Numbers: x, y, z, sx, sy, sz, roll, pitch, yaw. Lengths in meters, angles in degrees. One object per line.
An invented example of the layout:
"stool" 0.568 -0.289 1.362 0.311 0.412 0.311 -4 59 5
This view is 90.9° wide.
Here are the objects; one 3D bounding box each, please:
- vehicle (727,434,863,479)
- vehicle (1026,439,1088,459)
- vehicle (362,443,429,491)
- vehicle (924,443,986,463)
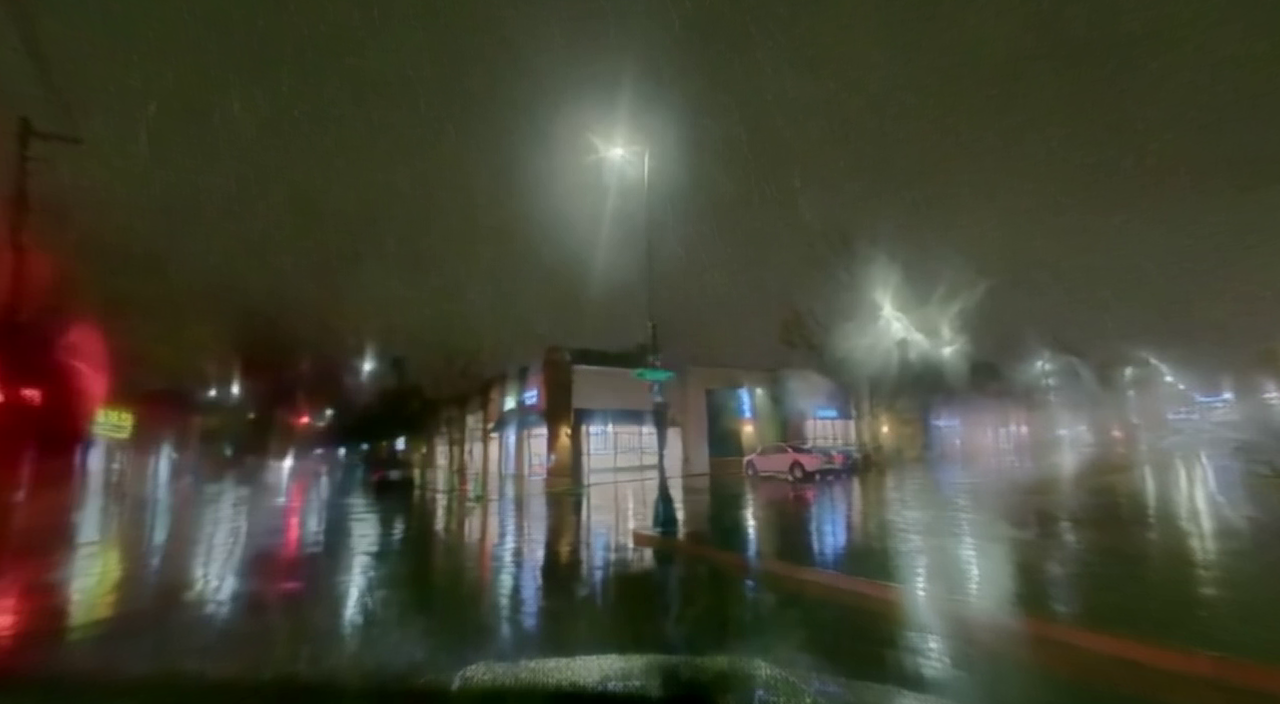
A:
"vehicle" 6.017 4.069 24.827 4.814 1.618 1.869 -6 -10 36
"vehicle" 32.501 7.586 49.256 1.866 1.486 4.145 0 -8 -4
"vehicle" -11.491 5.257 29.425 2.150 2.013 4.748 5 -10 -29
"vehicle" 22.590 7.286 45.308 1.557 1.372 3.538 5 -11 -34
